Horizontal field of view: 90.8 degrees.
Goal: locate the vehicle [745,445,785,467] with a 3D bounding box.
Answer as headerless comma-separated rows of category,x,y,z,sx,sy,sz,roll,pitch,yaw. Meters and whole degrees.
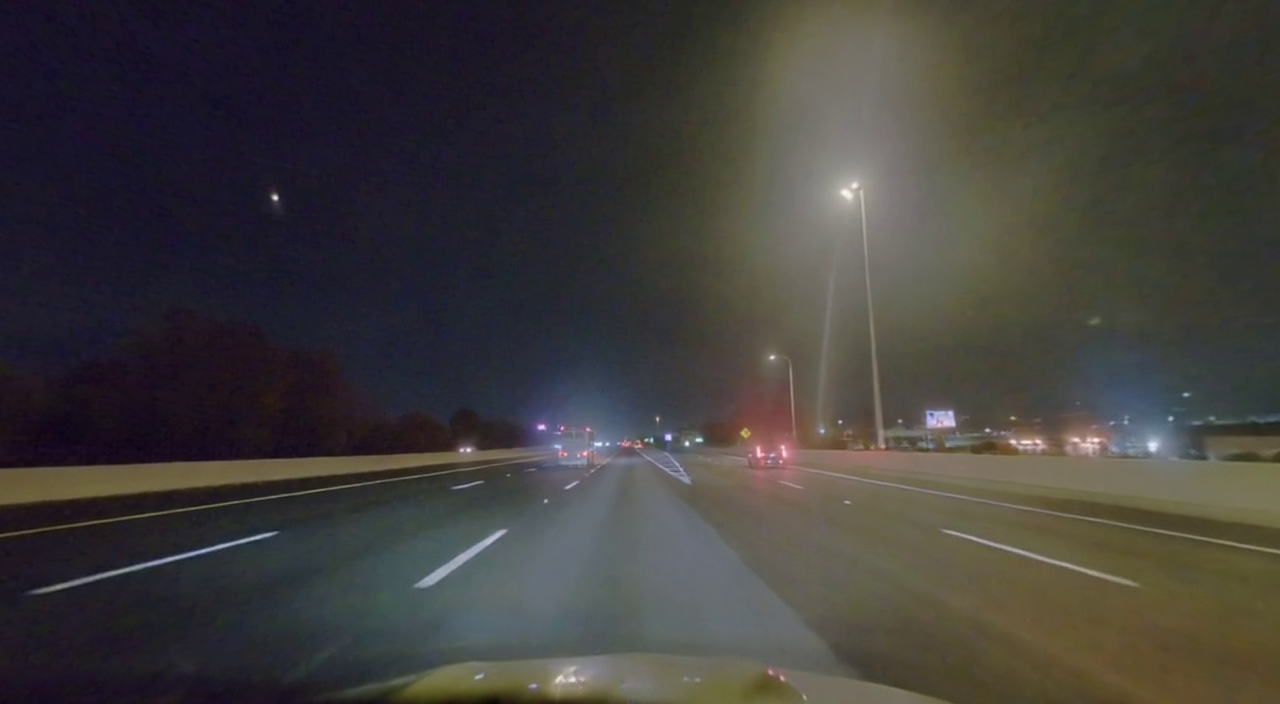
vehicle,8.822,7.380,45.047,2.035,1.491,4.246,0,-9,1

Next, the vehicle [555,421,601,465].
vehicle,-4.411,6.698,46.227,2.881,2.937,7.045,0,-9,-2
